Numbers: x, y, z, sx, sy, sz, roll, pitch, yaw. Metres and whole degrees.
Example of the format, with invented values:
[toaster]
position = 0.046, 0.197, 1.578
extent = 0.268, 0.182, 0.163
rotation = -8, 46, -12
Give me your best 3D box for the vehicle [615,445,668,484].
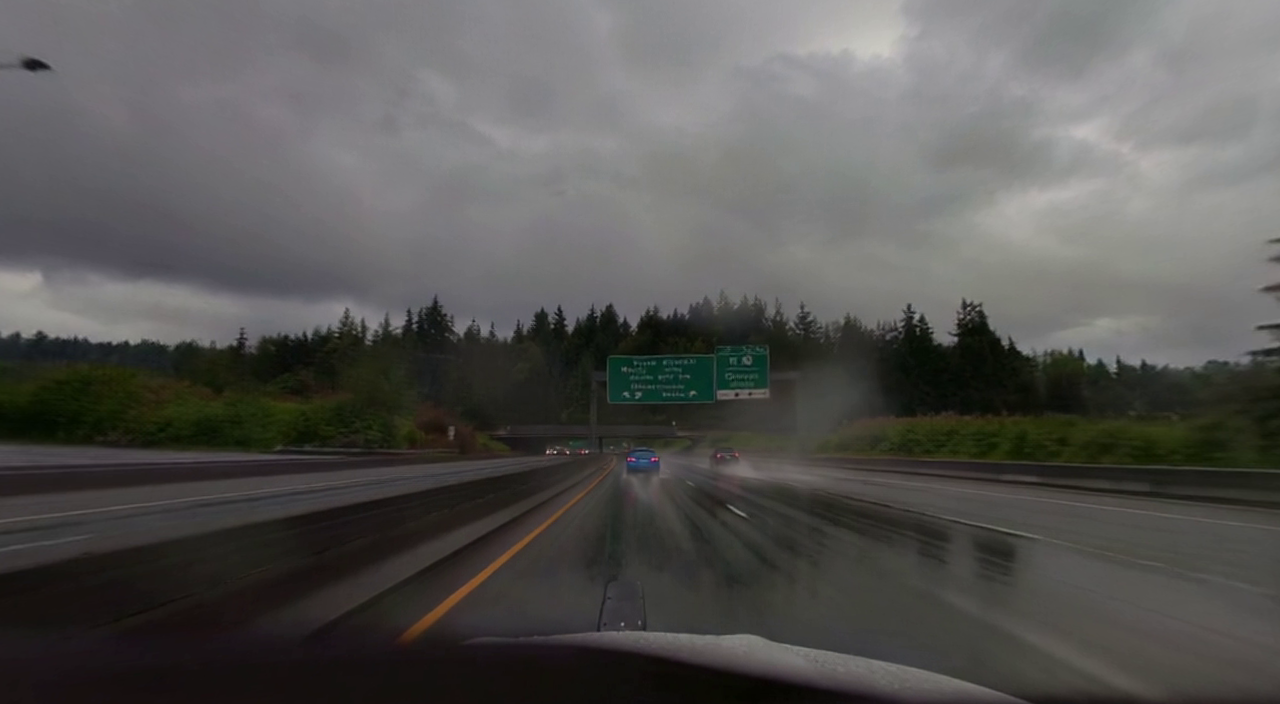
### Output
[vehicle]
position = 0.045, 4.727, 26.761
extent = 2.069, 1.523, 4.012
rotation = 0, -9, -1
